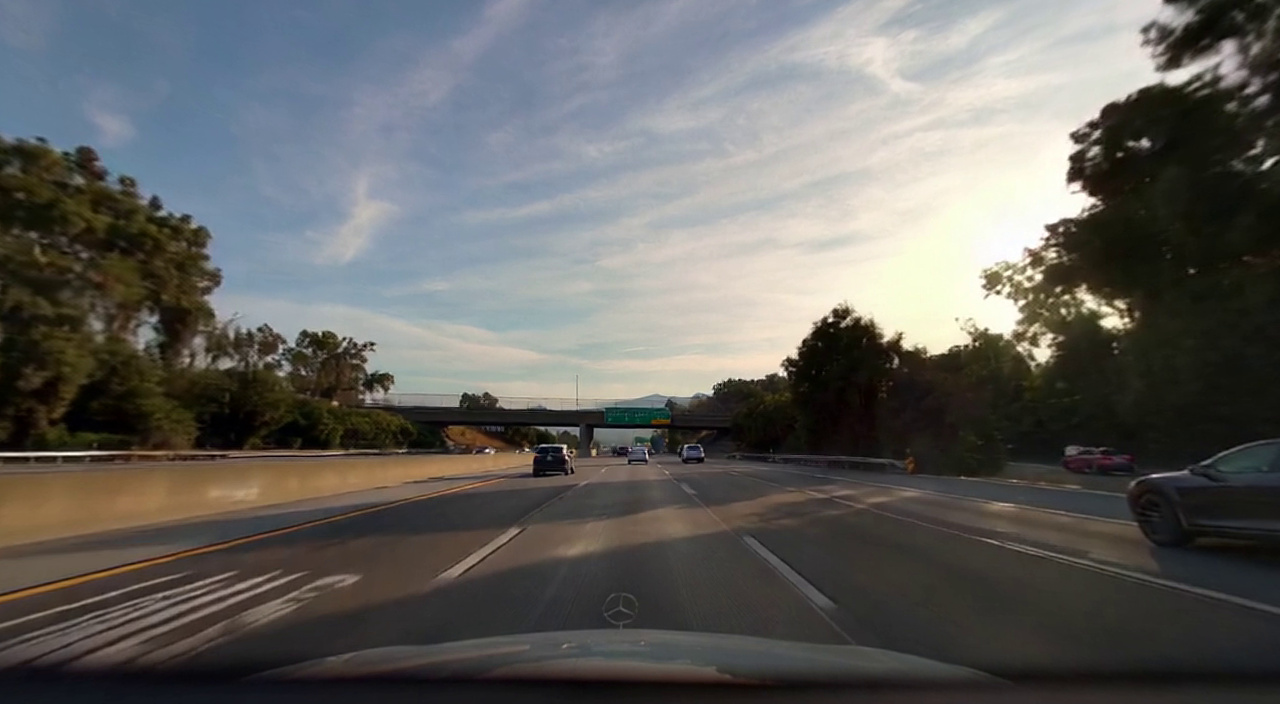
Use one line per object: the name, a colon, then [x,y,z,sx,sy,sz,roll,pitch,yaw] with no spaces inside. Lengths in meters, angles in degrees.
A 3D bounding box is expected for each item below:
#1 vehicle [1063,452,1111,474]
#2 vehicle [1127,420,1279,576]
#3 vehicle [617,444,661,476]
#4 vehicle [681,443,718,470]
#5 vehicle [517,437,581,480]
vehicle: [33.139,8.208,46.932,1.980,1.532,4.660,-4,-9,24]
vehicle: [7.644,1.499,6.440,1.989,1.603,4.126,0,-9,0]
vehicle: [-0.053,5.404,31.806,2.075,1.486,4.007,0,-9,0]
vehicle: [3.720,6.614,40.044,1.936,1.625,3.991,0,-9,0]
vehicle: [-3.981,4.763,28.517,2.113,1.756,4.471,0,-9,2]
